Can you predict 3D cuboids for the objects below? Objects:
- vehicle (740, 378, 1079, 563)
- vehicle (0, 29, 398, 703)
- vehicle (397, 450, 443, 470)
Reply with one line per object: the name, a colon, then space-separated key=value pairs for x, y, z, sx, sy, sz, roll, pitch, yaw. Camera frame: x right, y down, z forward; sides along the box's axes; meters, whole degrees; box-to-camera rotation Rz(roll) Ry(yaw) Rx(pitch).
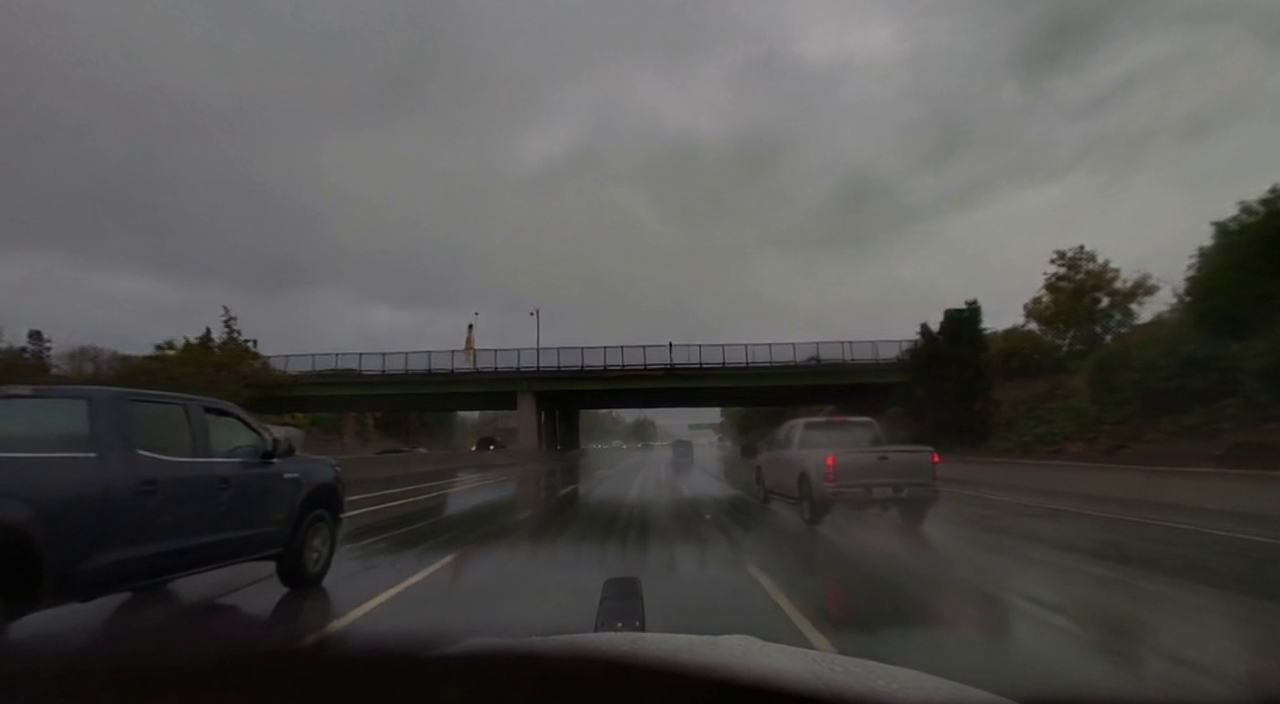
vehicle: x=3.458 y=1.747 z=10.014 sx=2.693 sy=2.044 sz=5.882 roll=0 pitch=-9 yaw=-1
vehicle: x=-3.413 y=0.296 z=2.625 sx=2.369 sy=2.682 sz=6.088 roll=0 pitch=-9 yaw=0
vehicle: x=-17.085 y=8.377 z=49.278 sx=1.850 sy=1.488 sz=4.507 roll=0 pitch=-9 yaw=2
